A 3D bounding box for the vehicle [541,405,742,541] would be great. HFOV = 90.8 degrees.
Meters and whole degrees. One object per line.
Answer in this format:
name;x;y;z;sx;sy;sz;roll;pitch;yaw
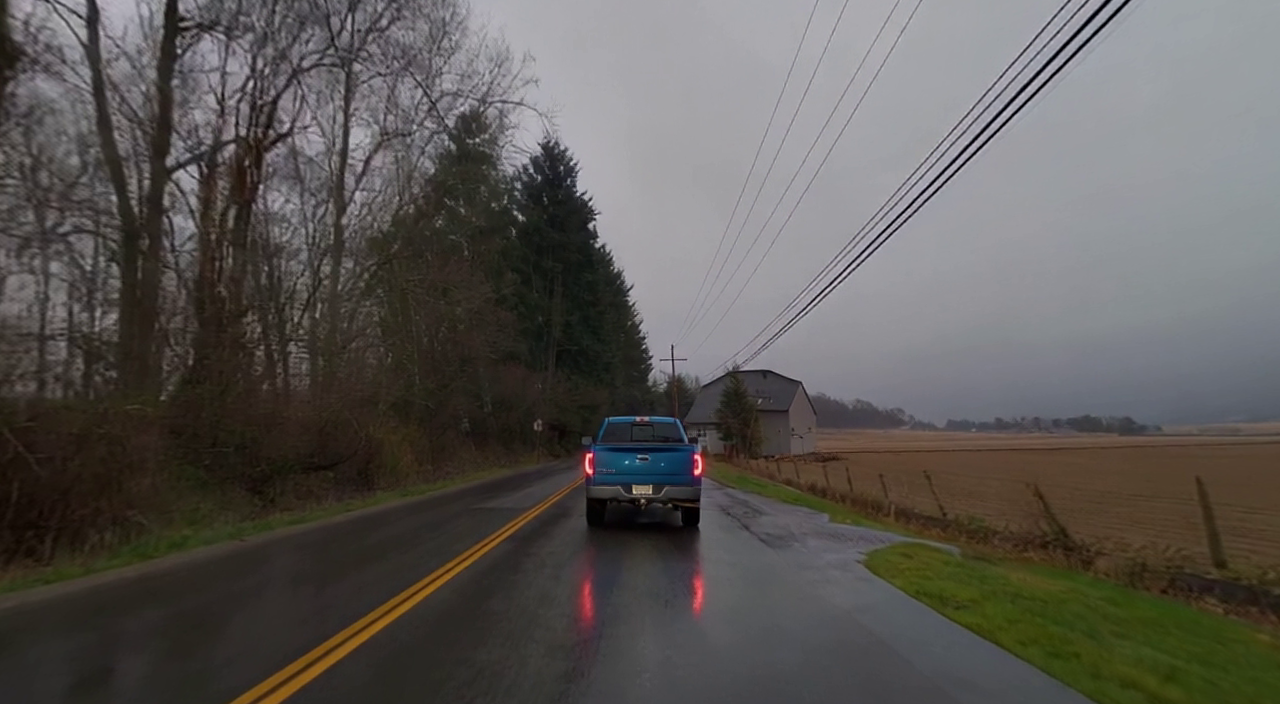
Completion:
vehicle;-0.061;2.110;11.754;2.774;1.861;5.885;0;-8;-2
